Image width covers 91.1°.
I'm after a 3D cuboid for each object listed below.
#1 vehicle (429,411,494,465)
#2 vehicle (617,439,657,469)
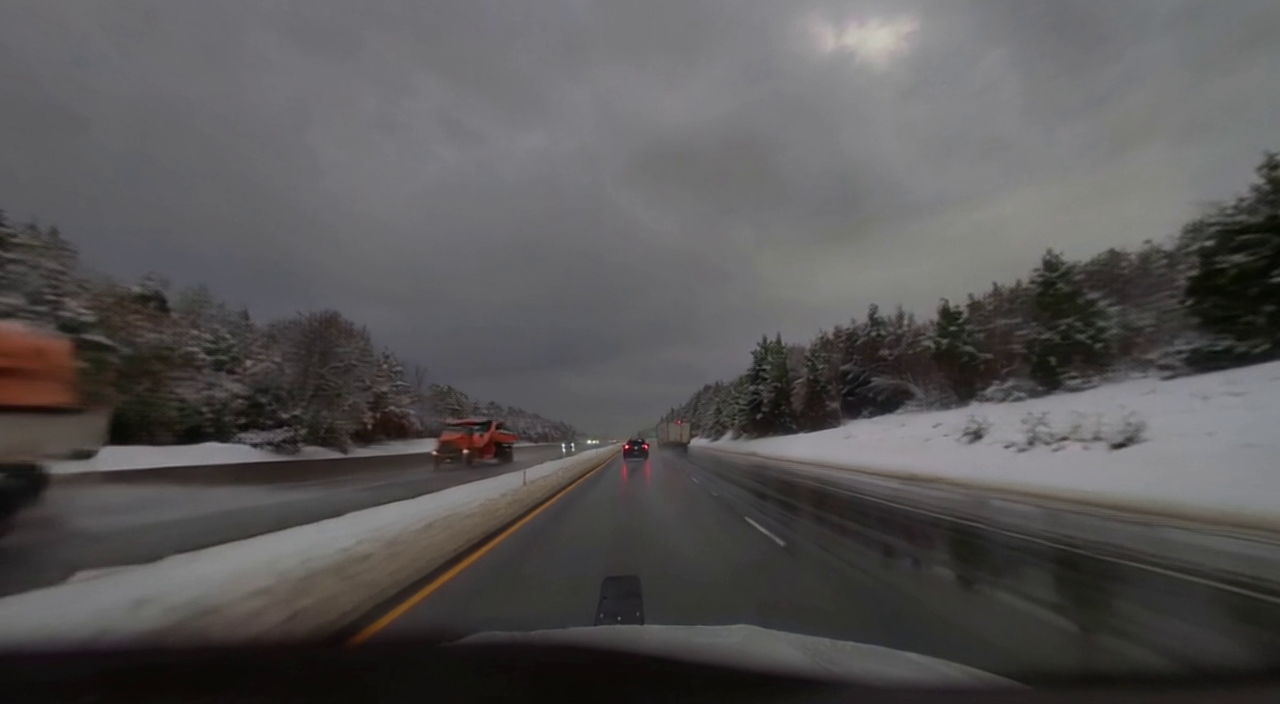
[{"bbox_3d":[-12.804,6.274,45.492,2.949,3.613,5.682,0,-9,0],"label":"vehicle"},{"bbox_3d":[-0.147,5.314,32.976,2.004,1.472,4.075,0,-8,0],"label":"vehicle"}]
